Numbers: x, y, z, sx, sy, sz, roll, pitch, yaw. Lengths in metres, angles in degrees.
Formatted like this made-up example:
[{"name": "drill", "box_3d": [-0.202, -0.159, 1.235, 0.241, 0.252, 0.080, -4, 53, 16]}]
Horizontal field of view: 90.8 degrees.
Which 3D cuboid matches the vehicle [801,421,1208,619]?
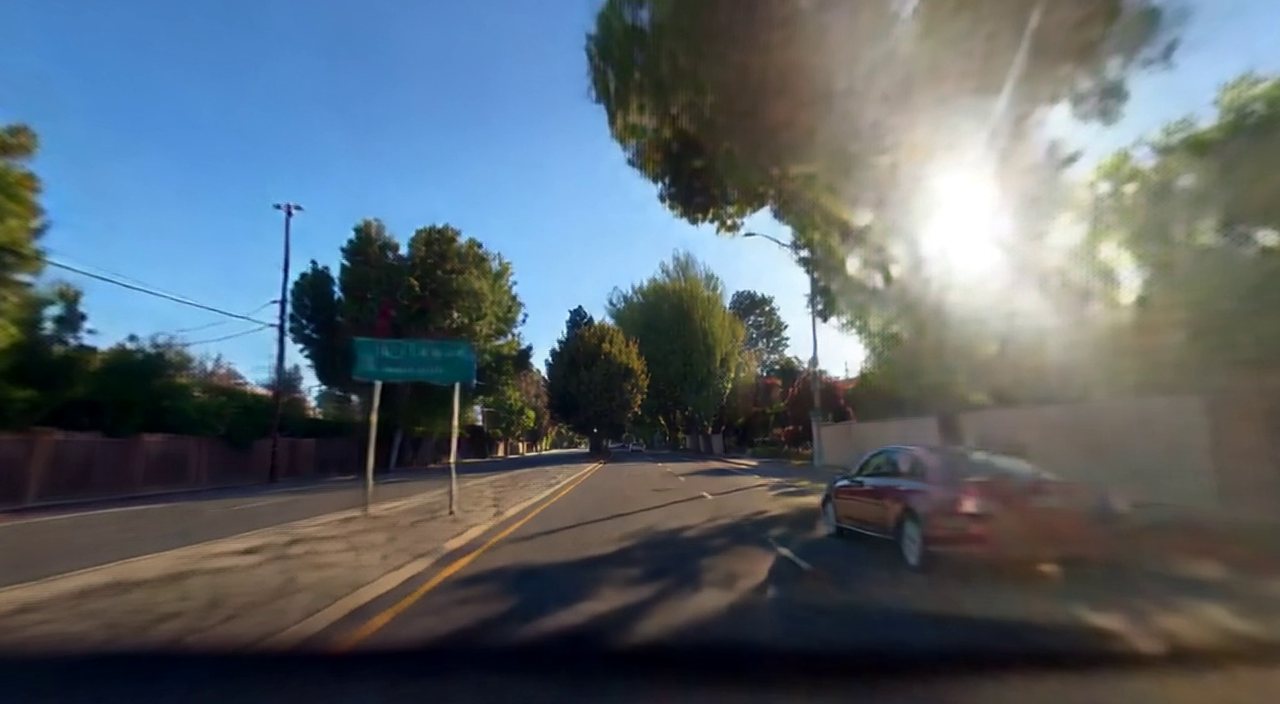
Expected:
[{"name": "vehicle", "box_3d": [3.418, 1.639, 7.170, 1.985, 1.529, 4.316, 0, -9, -1]}]
